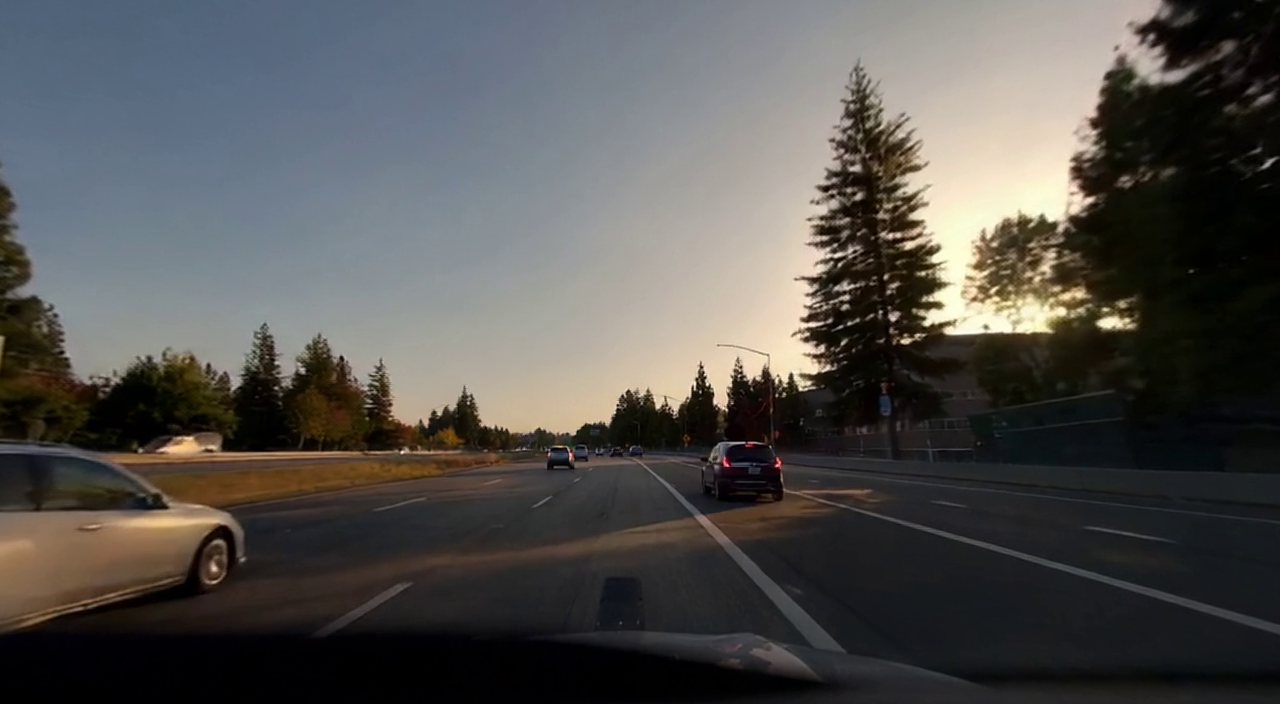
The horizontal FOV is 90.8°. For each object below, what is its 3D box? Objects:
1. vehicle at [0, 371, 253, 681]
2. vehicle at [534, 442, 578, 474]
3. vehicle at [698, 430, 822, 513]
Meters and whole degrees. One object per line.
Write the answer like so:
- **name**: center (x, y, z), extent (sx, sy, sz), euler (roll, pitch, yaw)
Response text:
- **vehicle**: center (-4.803, 1.001, 3.595), extent (2.176, 1.779, 4.755), euler (0, -9, 0)
- **vehicle**: center (-5.047, 6.446, 38.763), extent (2.160, 1.794, 4.646), euler (0, -9, -1)
- **vehicle**: center (2.666, 2.784, 15.158), extent (1.997, 1.686, 4.247), euler (0, -9, -2)
